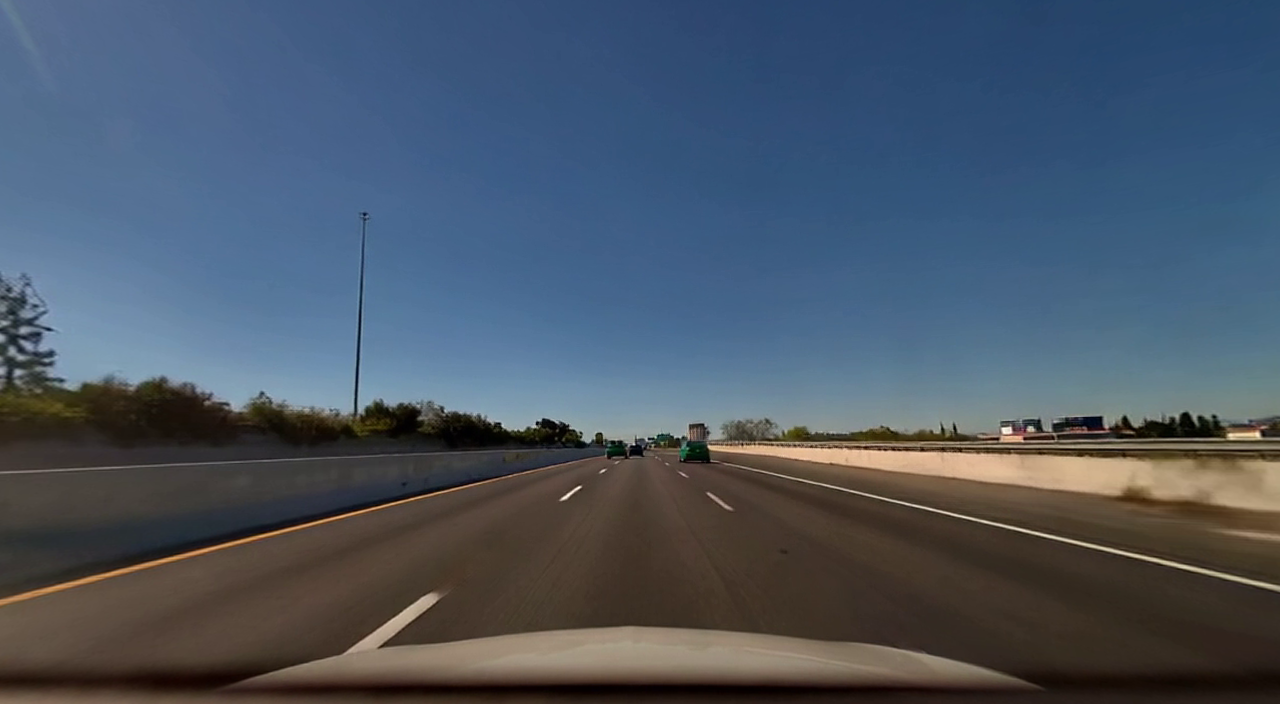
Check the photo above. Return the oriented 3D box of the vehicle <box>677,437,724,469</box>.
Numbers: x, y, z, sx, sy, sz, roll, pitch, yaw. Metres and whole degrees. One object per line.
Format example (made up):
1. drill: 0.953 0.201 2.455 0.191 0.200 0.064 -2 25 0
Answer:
1. vehicle: 3.300 5.595 34.982 2.202 1.682 4.188 0 -8 0
